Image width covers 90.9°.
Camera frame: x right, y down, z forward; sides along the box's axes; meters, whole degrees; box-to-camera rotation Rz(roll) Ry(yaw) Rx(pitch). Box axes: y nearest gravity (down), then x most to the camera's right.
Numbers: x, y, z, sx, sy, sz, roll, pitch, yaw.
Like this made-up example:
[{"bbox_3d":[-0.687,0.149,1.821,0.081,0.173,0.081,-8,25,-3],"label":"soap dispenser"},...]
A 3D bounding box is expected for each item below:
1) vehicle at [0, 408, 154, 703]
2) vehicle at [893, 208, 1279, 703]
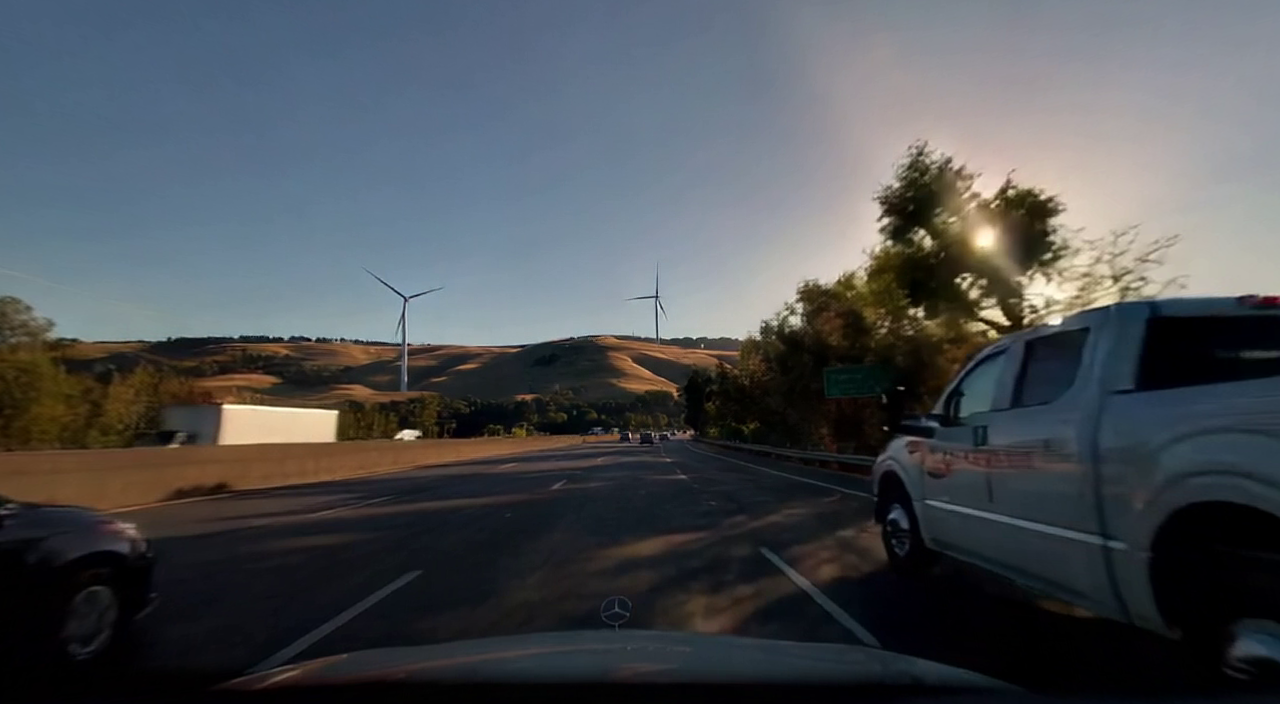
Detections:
[{"bbox_3d":[-3.876,0.773,1.236,1.973,1.455,4.907,0,-8,-1],"label":"vehicle"},{"bbox_3d":[3.102,0.570,2.131,2.211,1.982,5.346,0,-8,-1],"label":"vehicle"}]
